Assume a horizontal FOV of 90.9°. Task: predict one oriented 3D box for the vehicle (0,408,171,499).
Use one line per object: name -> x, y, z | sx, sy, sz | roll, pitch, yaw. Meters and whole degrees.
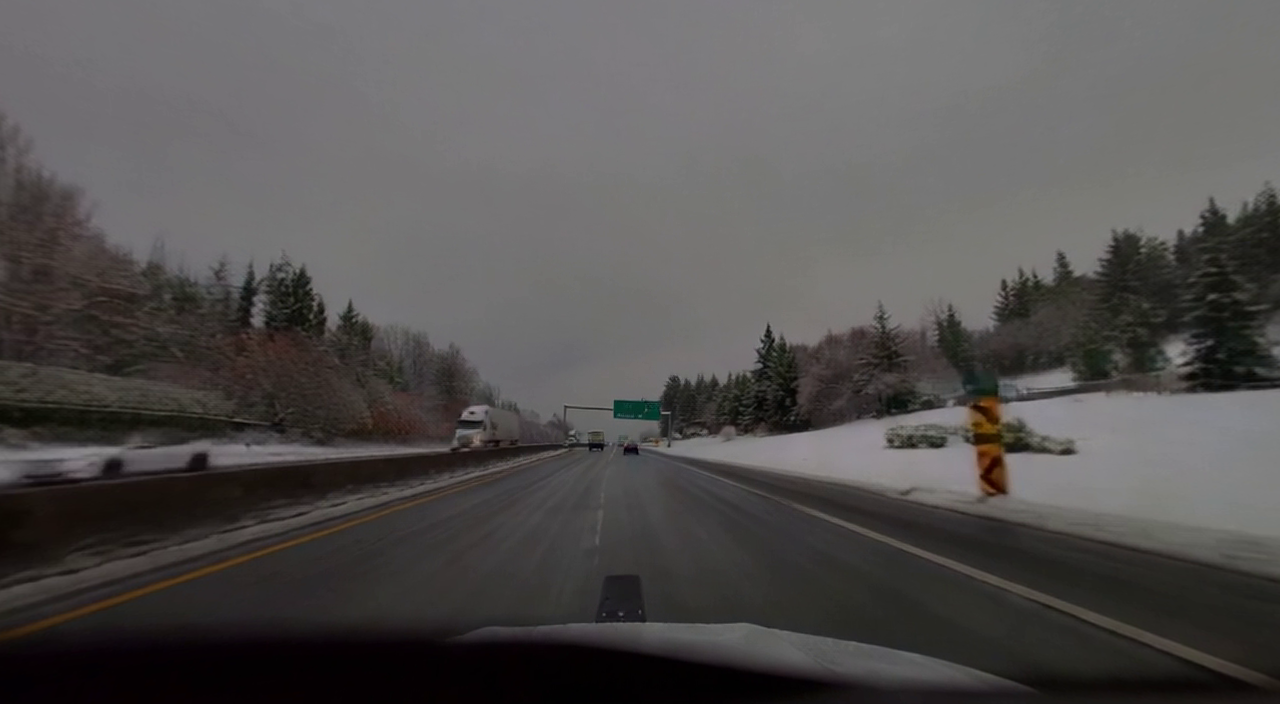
vehicle -> -12.662, 2.101, 13.339 | 1.984, 1.639, 4.528 | 0, -8, -1
